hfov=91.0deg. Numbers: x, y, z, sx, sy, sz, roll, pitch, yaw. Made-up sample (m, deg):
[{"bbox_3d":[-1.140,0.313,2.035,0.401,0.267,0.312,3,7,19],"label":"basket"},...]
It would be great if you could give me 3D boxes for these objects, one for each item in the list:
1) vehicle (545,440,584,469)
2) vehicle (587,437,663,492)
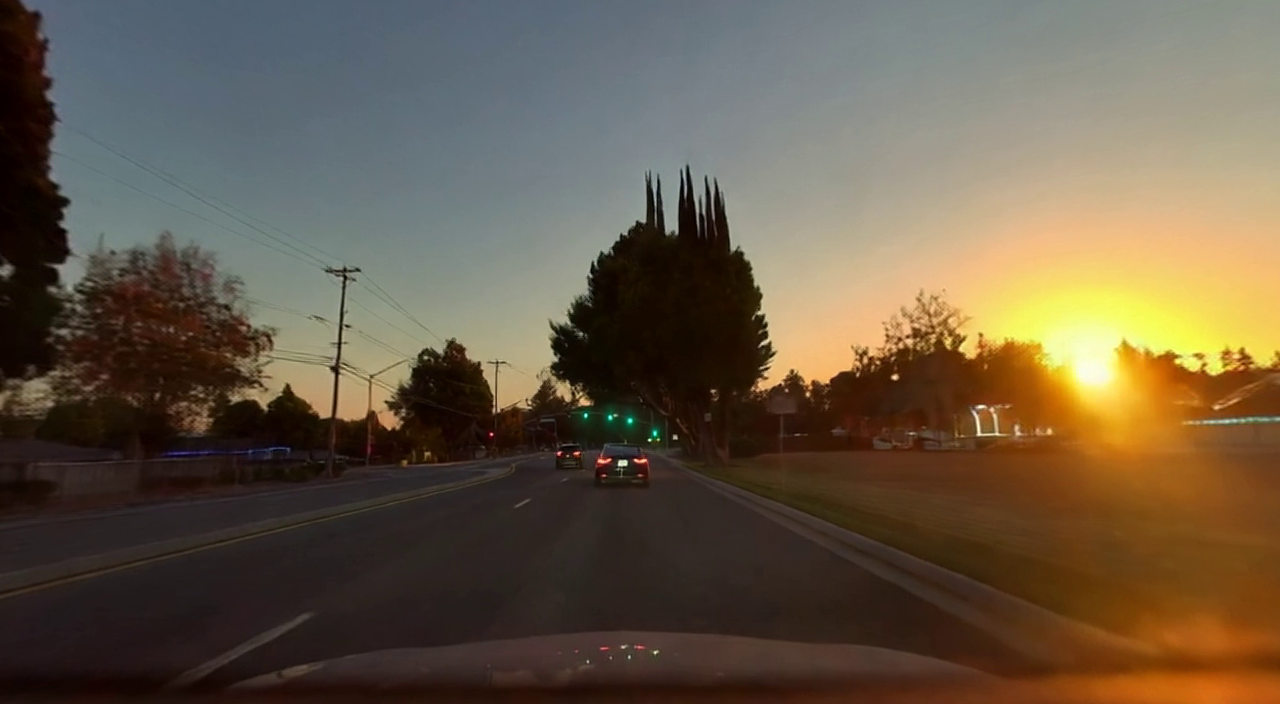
[{"bbox_3d":[-4.948,6.773,41.816,2.189,1.776,4.342,0,-9,-1],"label":"vehicle"},{"bbox_3d":[-0.514,3.706,21.063,2.235,1.597,4.918,0,-9,-2],"label":"vehicle"}]
